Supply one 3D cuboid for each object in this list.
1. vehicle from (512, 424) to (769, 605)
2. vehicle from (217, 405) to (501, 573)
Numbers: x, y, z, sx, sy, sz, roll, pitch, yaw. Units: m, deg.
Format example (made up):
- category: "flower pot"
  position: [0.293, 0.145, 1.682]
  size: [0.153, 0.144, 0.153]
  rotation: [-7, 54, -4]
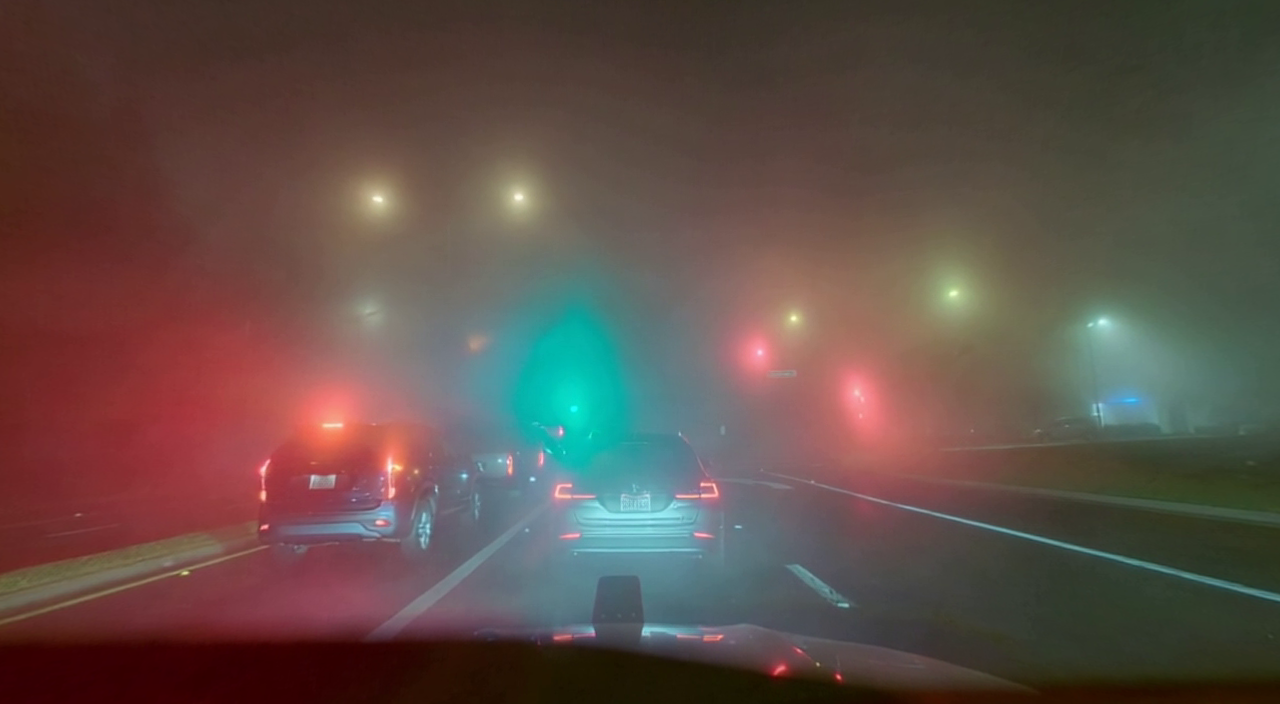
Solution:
- category: "vehicle"
  position: [-0.052, 1.646, 7.308]
  size: [2.126, 1.475, 3.967]
  rotation: [0, -8, -2]
- category: "vehicle"
  position: [-3.429, 1.755, 8.823]
  size: [2.046, 1.751, 4.208]
  rotation: [0, -8, -1]
